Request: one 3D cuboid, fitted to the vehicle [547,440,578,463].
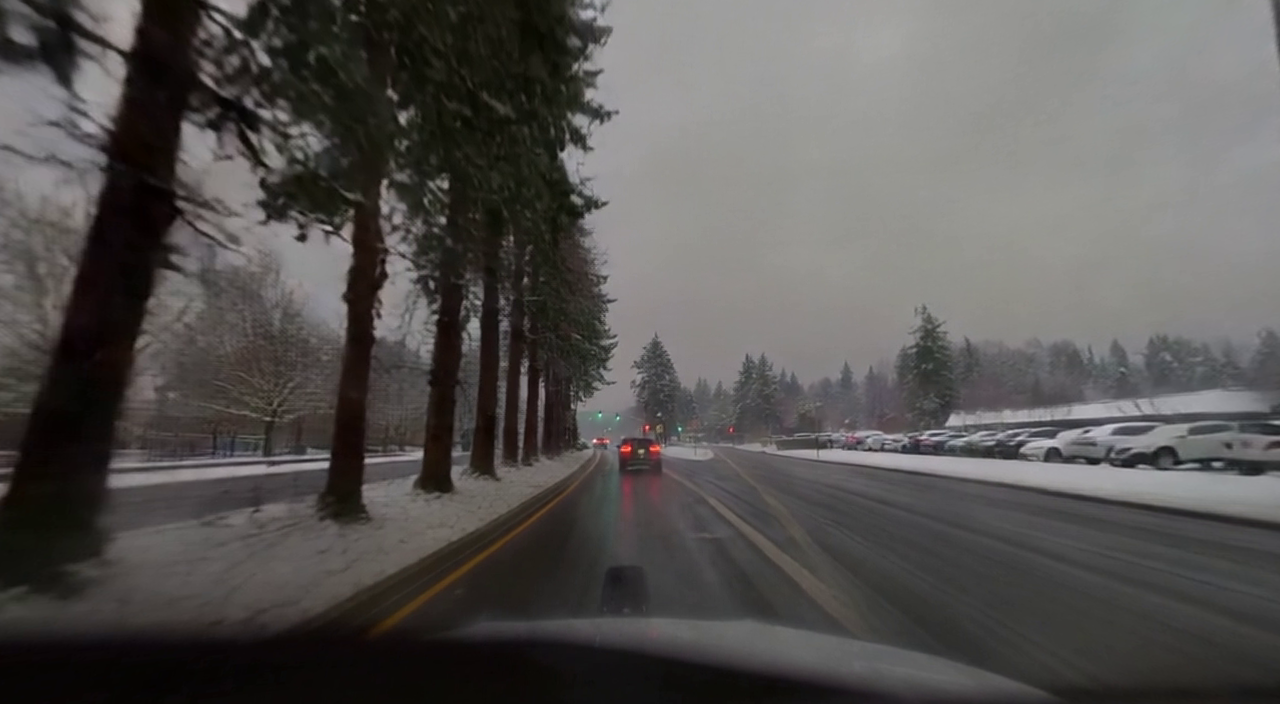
[{"bbox_3d":[-5.473,7.068,44.901,1.950,1.563,3.727,0,-9,-3],"label":"vehicle"}]

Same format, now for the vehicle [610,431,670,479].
[{"bbox_3d":[-0.046,3.960,24.372,2.135,1.691,3.884,0,-9,-1],"label":"vehicle"}]
